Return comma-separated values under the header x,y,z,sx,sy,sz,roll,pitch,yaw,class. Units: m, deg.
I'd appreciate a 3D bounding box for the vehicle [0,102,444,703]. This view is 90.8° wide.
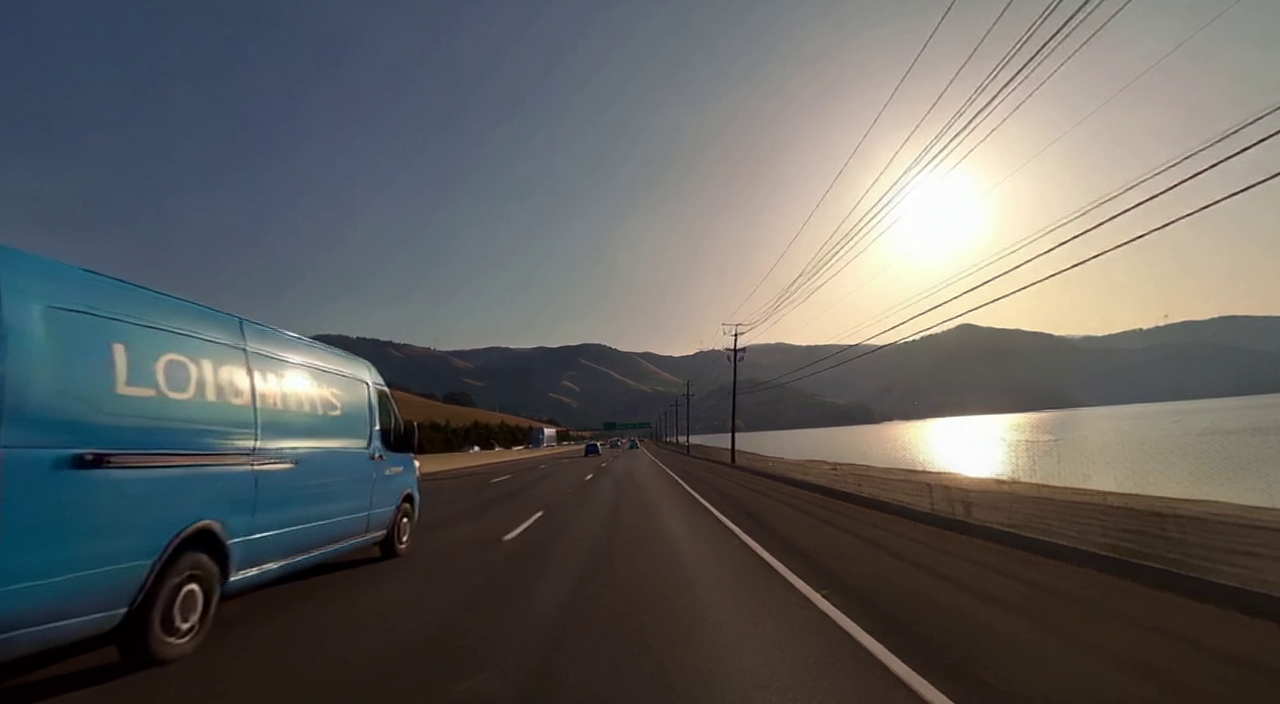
x,y,z,sx,sy,sz,roll,pitch,yaw,class
-3.787,0.738,5.041,2.331,2.757,6.581,0,-8,0,vehicle
